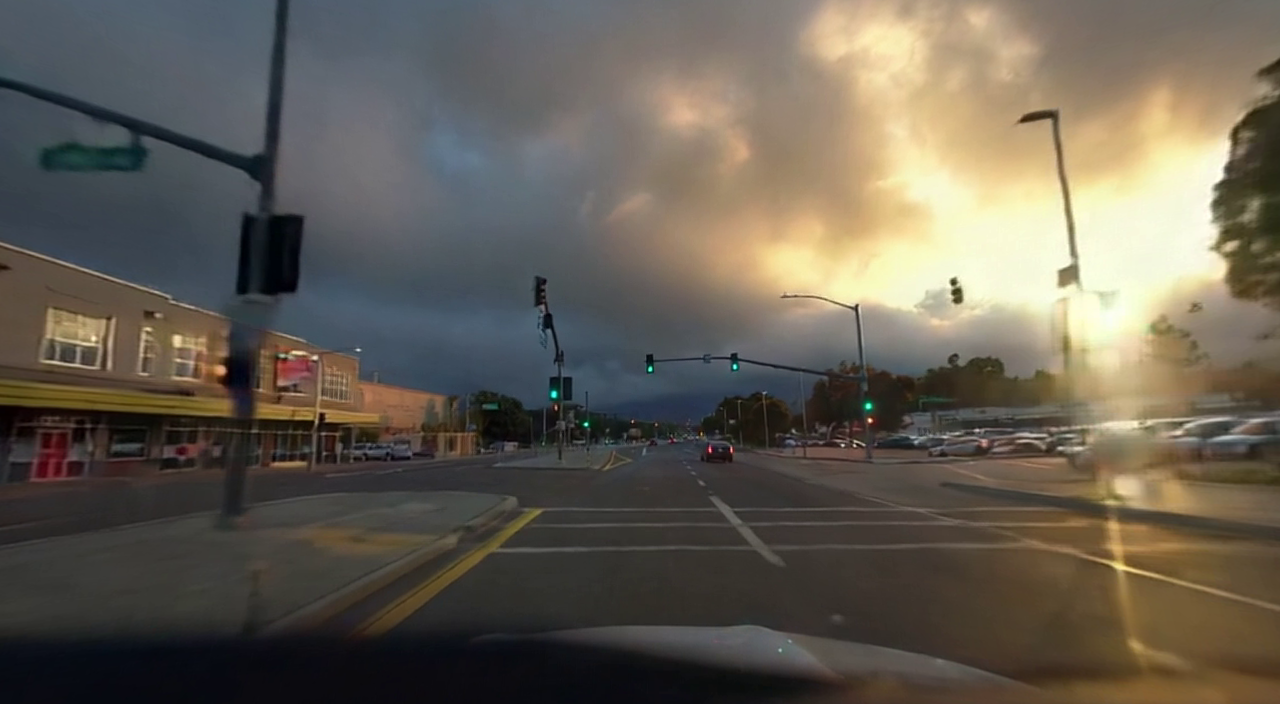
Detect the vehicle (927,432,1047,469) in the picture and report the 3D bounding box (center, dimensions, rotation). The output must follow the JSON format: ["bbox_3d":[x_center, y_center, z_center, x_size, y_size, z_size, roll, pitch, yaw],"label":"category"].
[{"bbox_3d":[16.657,4.752,30.470,4.491,1.702,2.094,-1,-8,7],"label":"vehicle"}]

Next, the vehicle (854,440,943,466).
[{"bbox_3d":[15.344,5.981,37.515,4.581,1.434,1.893,-5,-10,31],"label":"vehicle"}]

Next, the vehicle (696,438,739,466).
[{"bbox_3d":[4.497,5.906,37.308,2.038,1.528,4.259,0,-8,1],"label":"vehicle"}]

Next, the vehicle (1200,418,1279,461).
[{"bbox_3d":[26.977,3.751,26.980,4.280,1.734,1.964,1,-8,-6],"label":"vehicle"}]

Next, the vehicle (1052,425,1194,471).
[{"bbox_3d":[20.484,4.074,26.854,4.341,1.845,1.984,0,-8,0],"label":"vehicle"}]
